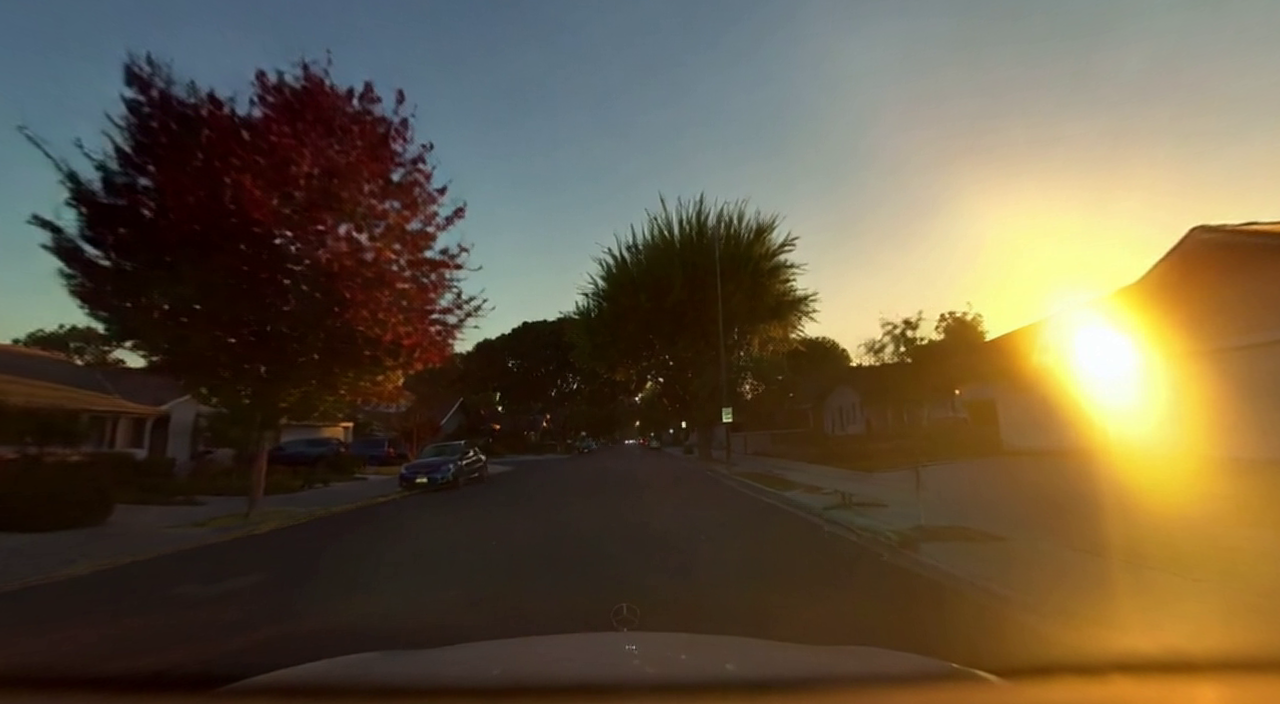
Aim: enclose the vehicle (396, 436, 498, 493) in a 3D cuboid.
[{"bbox_3d":[-6.581,3.877,22.245,2.078,1.745,5.119,0,-8,-1],"label":"vehicle"}]
